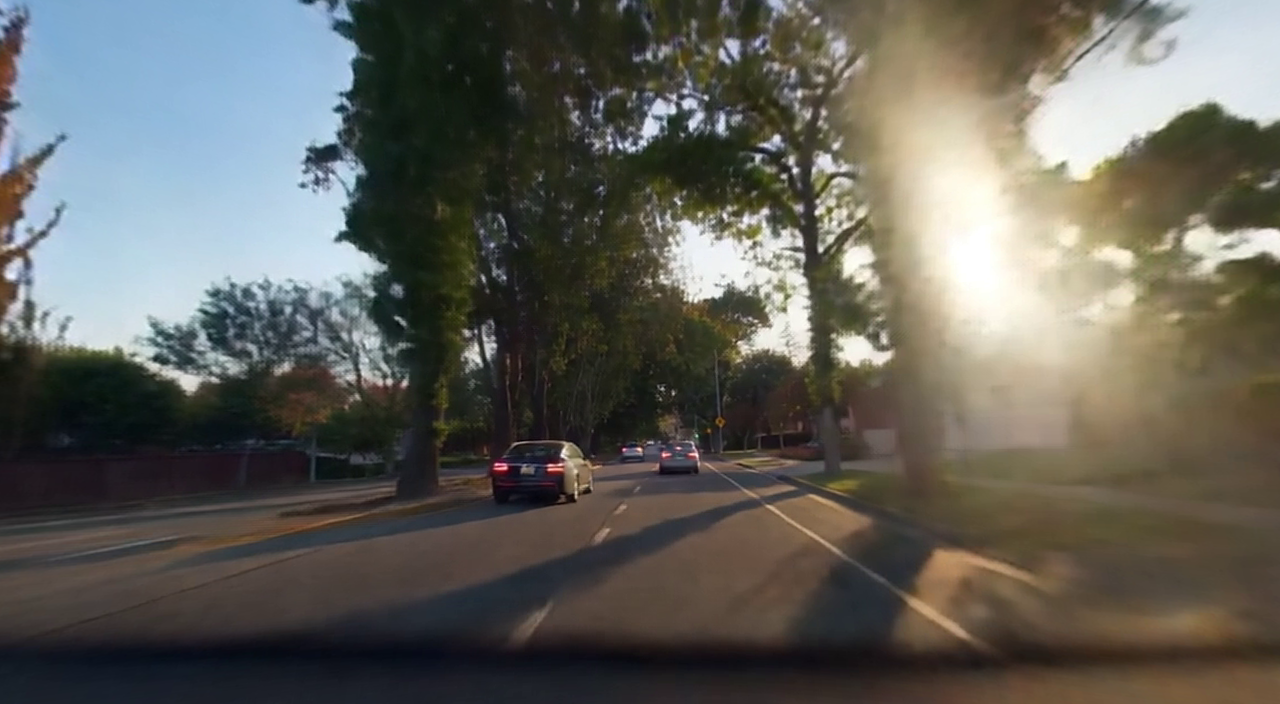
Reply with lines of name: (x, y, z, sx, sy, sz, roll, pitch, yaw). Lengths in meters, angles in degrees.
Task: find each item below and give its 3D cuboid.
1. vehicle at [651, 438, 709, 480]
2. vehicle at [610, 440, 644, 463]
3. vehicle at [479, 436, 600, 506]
vehicle: (1.482, 4.094, 24.346, 2.065, 1.456, 4.099, 0, -8, 2)
vehicle: (-0.881, 7.049, 44.694, 2.114, 1.500, 3.912, 0, -8, 3)
vehicle: (-2.265, 2.838, 15.537, 2.030, 1.467, 4.403, 0, -8, 3)
